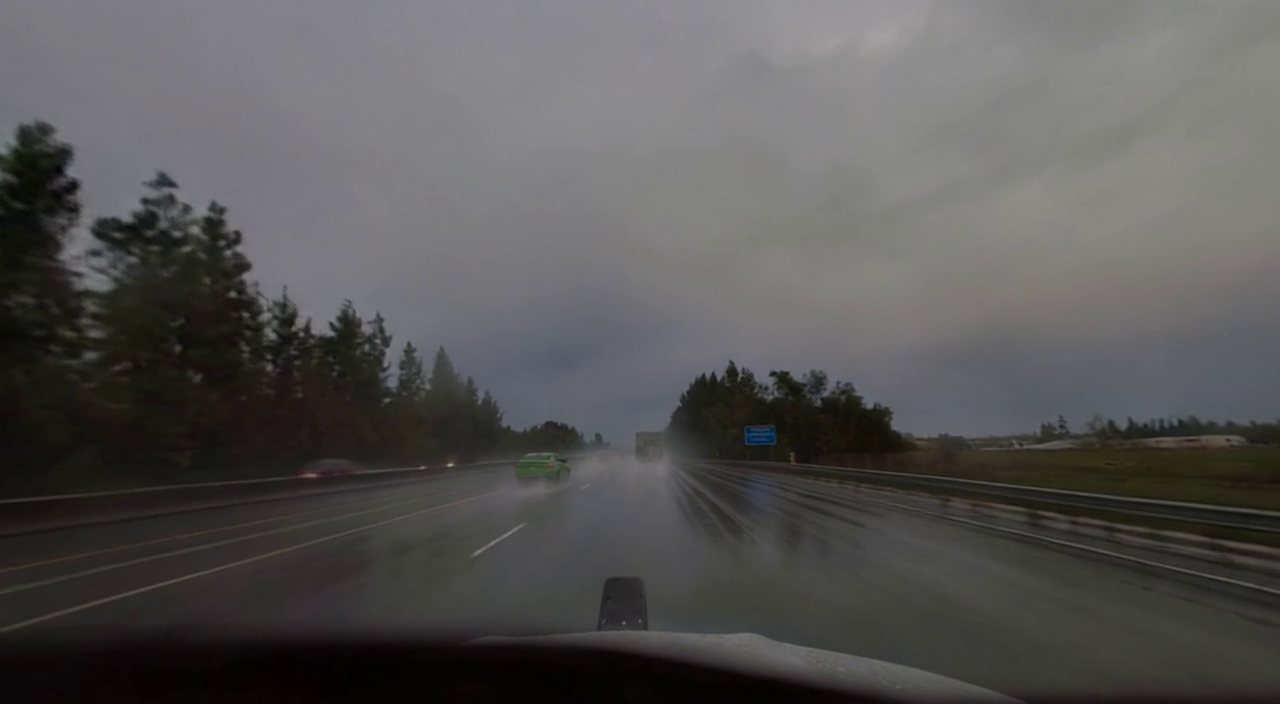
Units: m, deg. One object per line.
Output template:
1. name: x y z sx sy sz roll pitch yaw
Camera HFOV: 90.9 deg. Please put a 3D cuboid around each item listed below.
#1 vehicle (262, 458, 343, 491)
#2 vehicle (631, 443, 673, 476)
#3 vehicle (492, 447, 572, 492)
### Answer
1. vehicle: -17.221 6.263 32.405 1.928 1.493 3.915 0 -9 1
2. vehicle: 0.627 5.866 34.439 2.172 1.687 3.929 0 -9 0
3. vehicle: -3.763 4.173 22.707 1.998 1.460 4.422 0 -9 1
